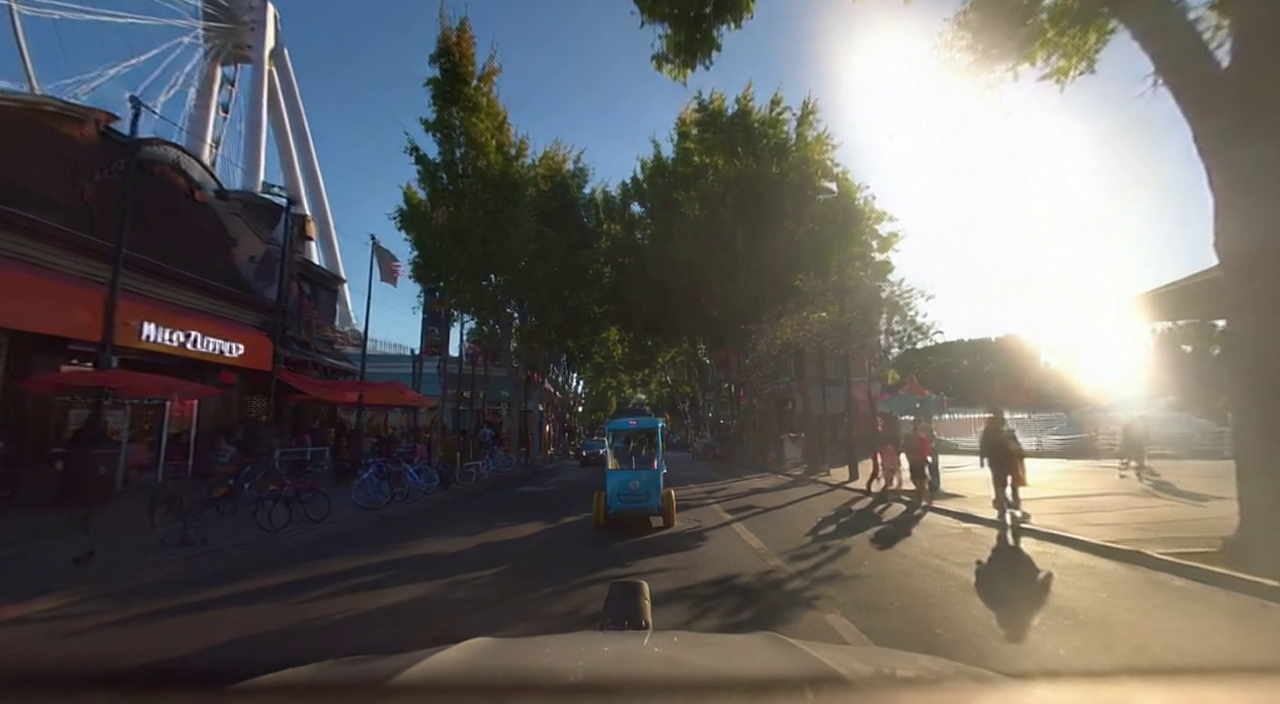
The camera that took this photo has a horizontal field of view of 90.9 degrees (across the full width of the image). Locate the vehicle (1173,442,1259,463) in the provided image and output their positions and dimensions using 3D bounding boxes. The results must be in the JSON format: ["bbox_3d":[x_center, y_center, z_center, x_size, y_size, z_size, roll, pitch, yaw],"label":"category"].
[{"bbox_3d":[41.706,7.312,45.696,4.120,1.445,1.893,-2,-9,10],"label":"vehicle"}]

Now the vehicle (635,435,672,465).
[{"bbox_3d":[0.881,6.202,40.000,2.221,1.773,4.228,-1,-9,1],"label":"vehicle"}]
